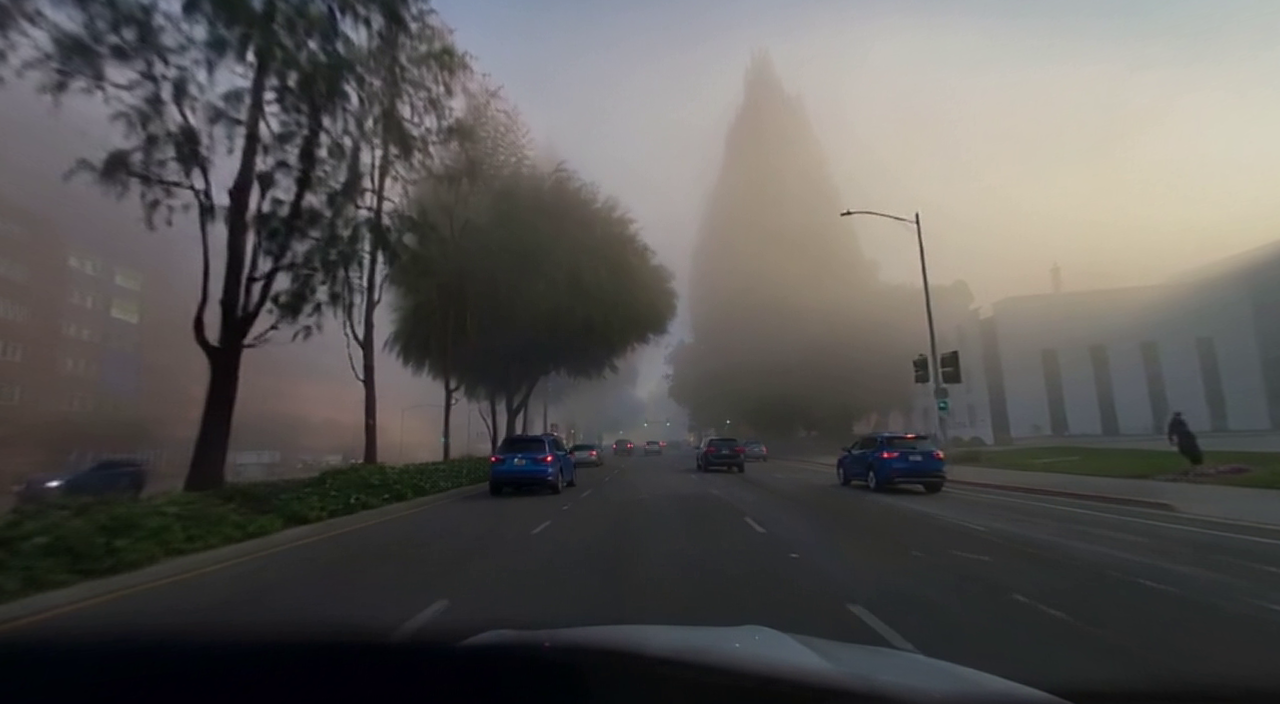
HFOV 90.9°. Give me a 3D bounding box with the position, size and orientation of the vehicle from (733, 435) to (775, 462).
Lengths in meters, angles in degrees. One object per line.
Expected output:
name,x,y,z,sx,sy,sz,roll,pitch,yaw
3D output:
vehicle,7.911,6.738,44.134,2.076,1.793,4.464,0,-9,0

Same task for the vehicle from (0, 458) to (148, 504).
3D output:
vehicle,-22.977,5.192,25.774,1.983,1.494,4.832,-3,-9,-2

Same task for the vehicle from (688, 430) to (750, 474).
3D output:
vehicle,3.492,4.540,28.676,2.178,1.804,4.766,0,-9,0

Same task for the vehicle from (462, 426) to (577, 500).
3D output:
vehicle,-3.049,2.942,17.045,2.141,1.719,4.379,-1,-9,1

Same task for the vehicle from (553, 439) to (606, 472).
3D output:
vehicle,-2.874,5.065,30.920,2.036,1.465,4.301,-1,-9,2

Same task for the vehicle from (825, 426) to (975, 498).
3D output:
vehicle,6.782,2.932,17.129,2.088,1.666,4.512,0,-9,-1
